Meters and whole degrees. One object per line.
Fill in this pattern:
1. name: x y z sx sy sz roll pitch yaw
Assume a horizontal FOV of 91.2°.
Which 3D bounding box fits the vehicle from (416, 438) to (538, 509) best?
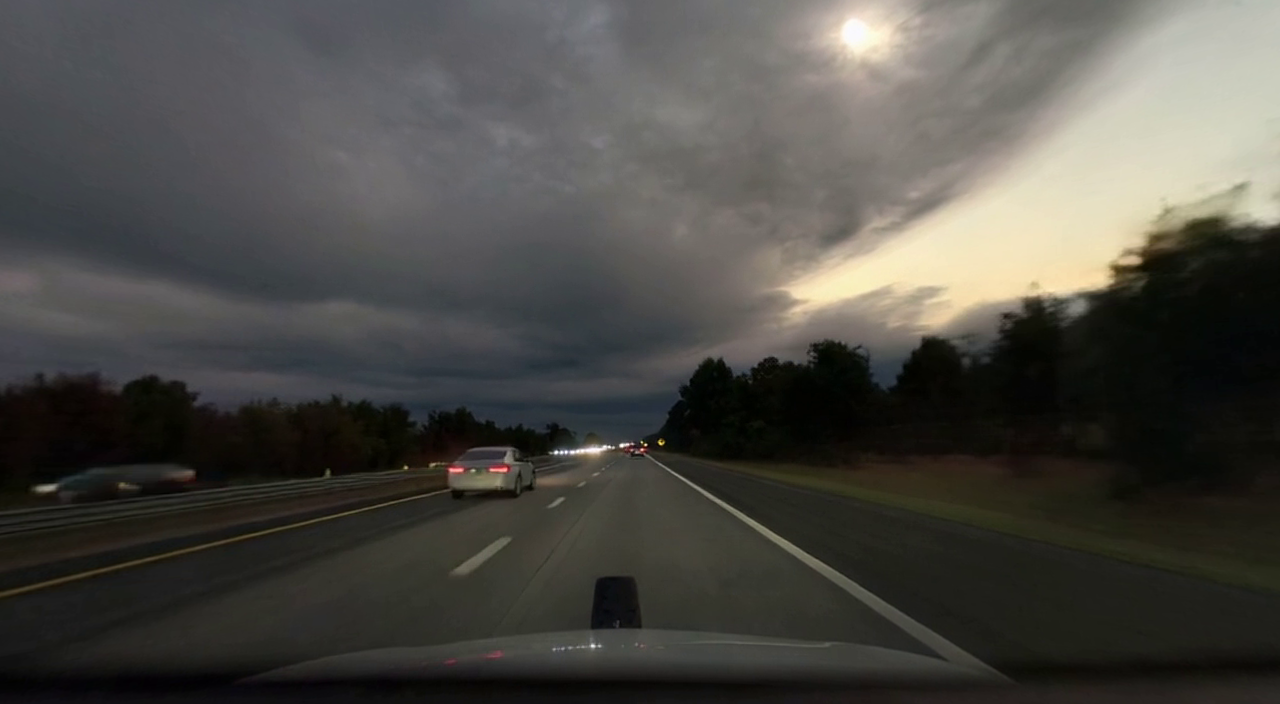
1. vehicle: -4.108 3.139 16.686 1.958 1.587 4.801 0 -9 0
